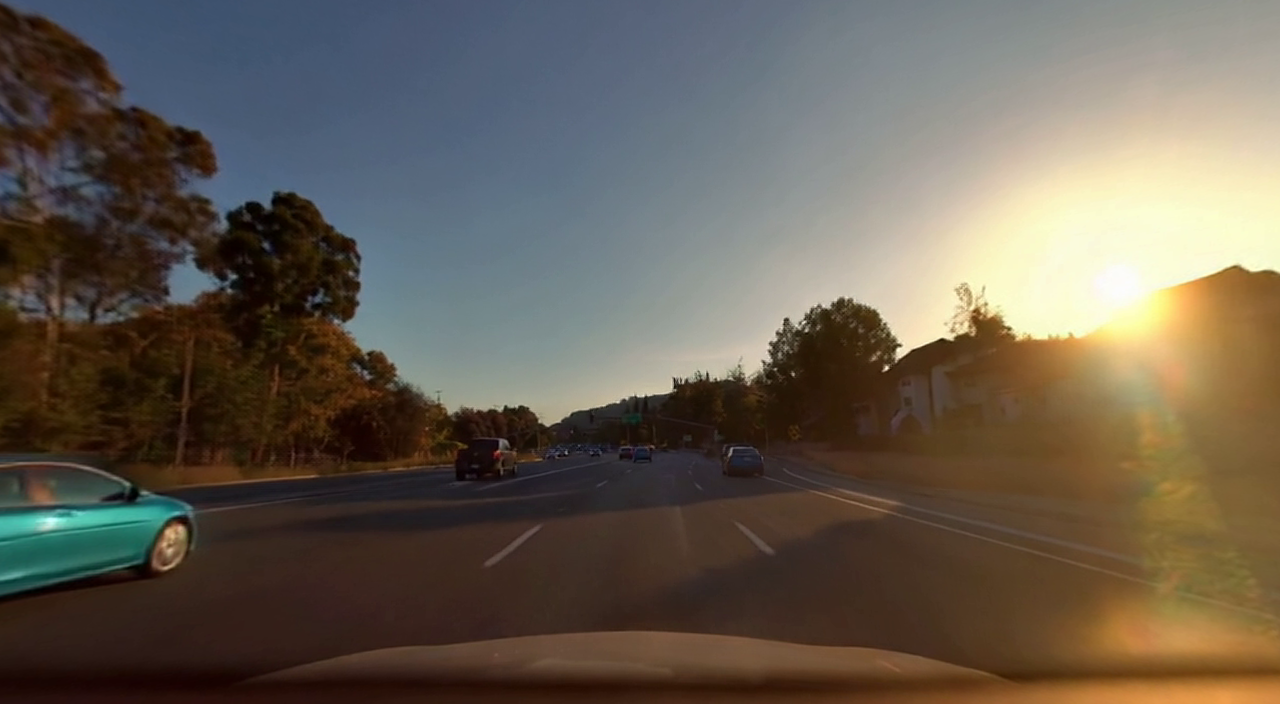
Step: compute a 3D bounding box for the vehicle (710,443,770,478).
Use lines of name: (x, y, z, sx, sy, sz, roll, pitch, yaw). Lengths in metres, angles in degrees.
vehicle: (4.480, 4.918, 28.836, 2.100, 1.472, 4.533, 0, -8, 2)

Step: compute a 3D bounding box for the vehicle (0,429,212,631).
vehicle: (-5.694, 1.331, 4.773, 1.948, 1.475, 4.461, 0, -8, -3)

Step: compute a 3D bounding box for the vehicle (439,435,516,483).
vehicle: (-6.764, 4.525, 26.858, 2.122, 1.847, 4.696, 0, -8, -2)
